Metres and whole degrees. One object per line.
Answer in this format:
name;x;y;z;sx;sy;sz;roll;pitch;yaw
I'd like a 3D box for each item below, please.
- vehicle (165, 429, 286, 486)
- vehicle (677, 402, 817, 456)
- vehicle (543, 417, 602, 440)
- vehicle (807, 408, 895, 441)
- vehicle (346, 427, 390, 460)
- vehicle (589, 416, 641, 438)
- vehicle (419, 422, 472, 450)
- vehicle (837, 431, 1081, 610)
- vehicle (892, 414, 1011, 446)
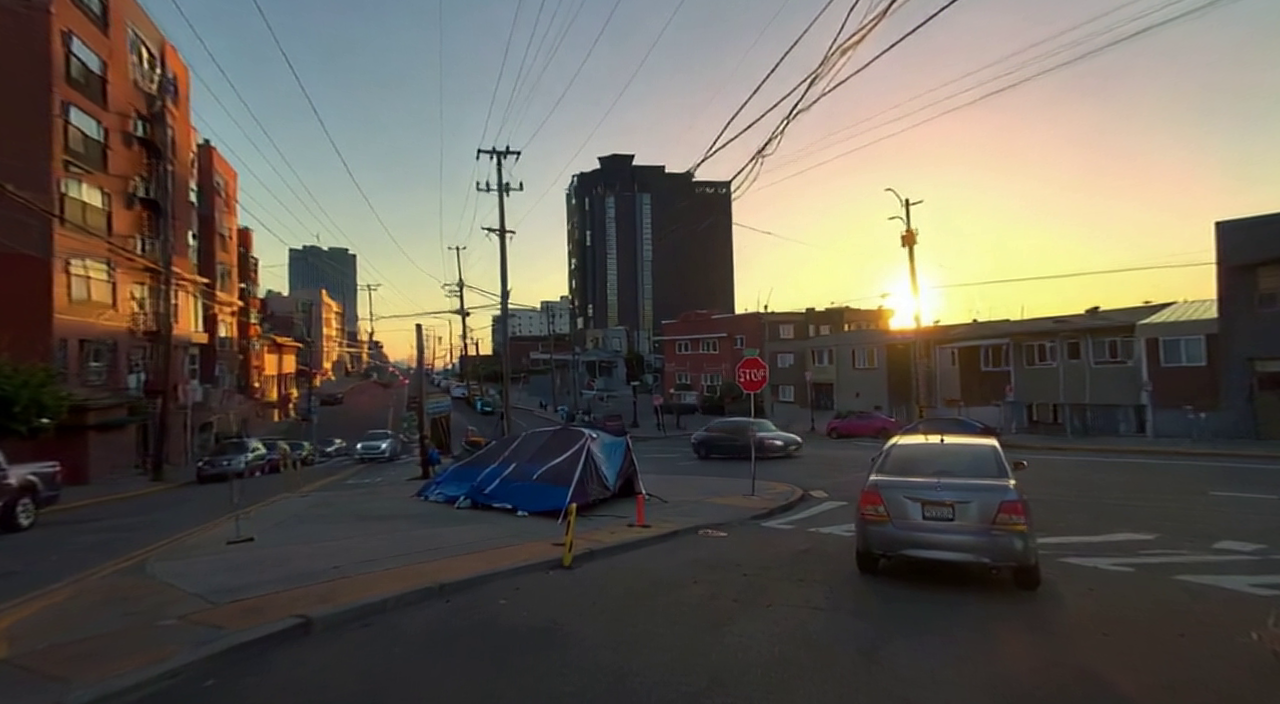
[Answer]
vehicle;-14.988;3.822;23.255;2.054;1.800;5.212;2;-9;-15
vehicle;4.286;3.229;26.290;2.152;1.970;5.506;4;-9;-41
vehicle;-4.867;5.487;45.117;2.089;1.506;4.641;6;-10;-37
vehicle;11.632;4.081;35.058;1.805;1.694;4.214;7;-11;-39
vehicle;-15.522;5.256;36.238;1.987;1.686;3.971;0;-8;-19
vehicle;-1.903;5.643;47.095;1.768;1.492;4.090;6;-11;-38
vehicle;-13.088;5.659;42.357;1.870;1.724;4.320;6;-11;-38
vehicle;4.303;1.894;8.174;1.945;1.647;4.160;-7;-10;37
vehicle;15.116;3.852;30.875;1.824;1.414;4.820;7;-11;-41
